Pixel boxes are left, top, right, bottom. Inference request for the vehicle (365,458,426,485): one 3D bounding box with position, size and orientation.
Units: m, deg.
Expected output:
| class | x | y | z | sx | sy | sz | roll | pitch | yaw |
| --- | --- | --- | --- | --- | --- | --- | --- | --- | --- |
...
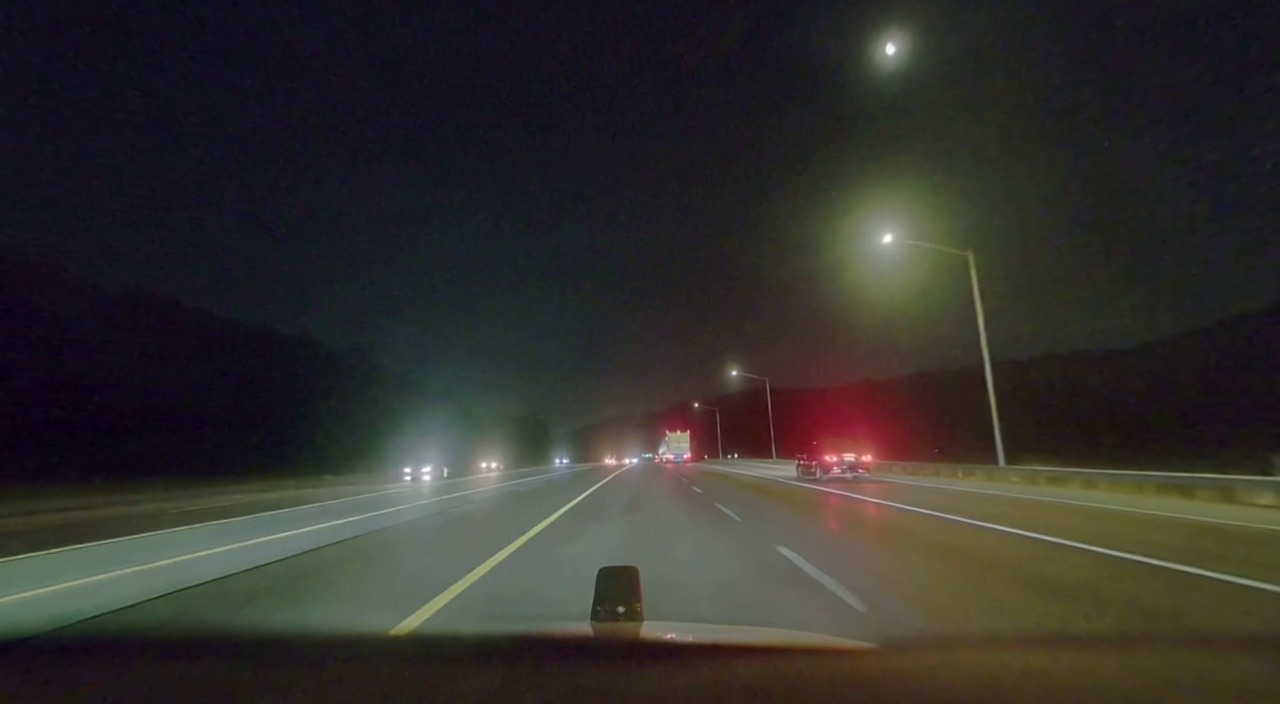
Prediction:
| class | x | y | z | sx | sy | sz | roll | pitch | yaw |
| --- | --- | --- | --- | --- | --- | --- | --- | --- | --- |
| vehicle | -15.429 | 7.560 | 39.908 | 1.992 | 1.500 | 4.845 | 0 | -9 | -1 |
